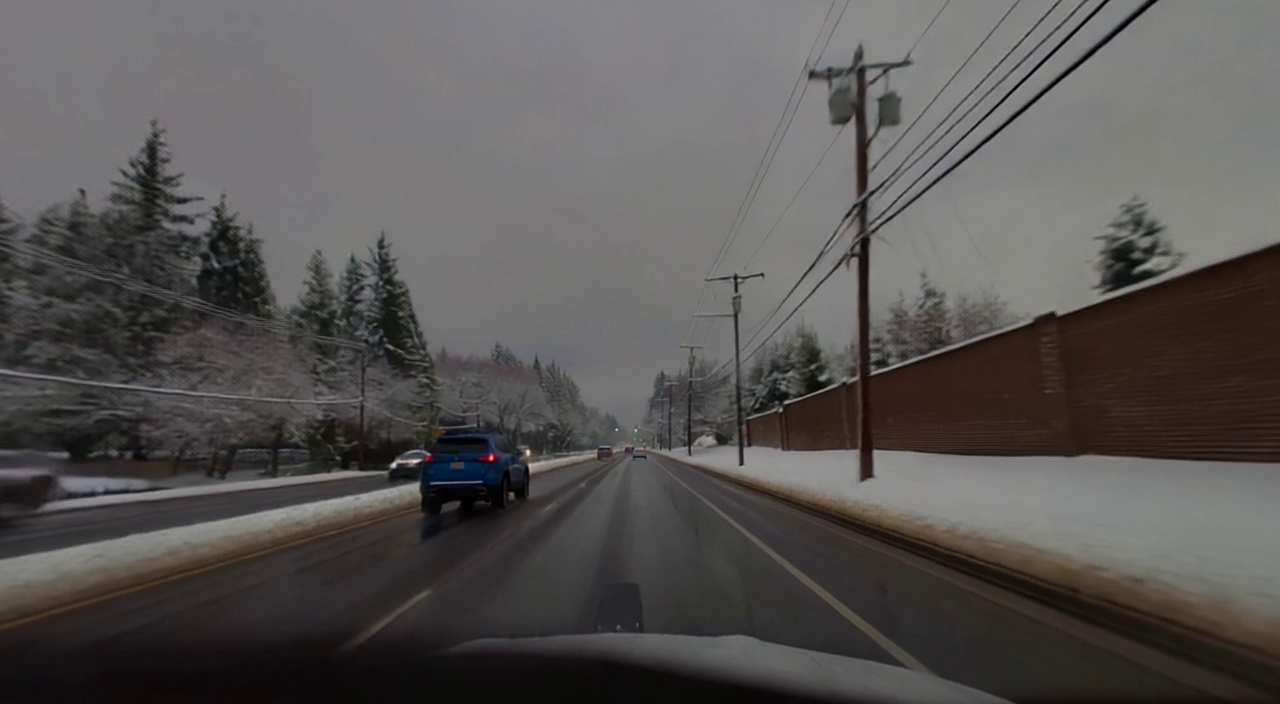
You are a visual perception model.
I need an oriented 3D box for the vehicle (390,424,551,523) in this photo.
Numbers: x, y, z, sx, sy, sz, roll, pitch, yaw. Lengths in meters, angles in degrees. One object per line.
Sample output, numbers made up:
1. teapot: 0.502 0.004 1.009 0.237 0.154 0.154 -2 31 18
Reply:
1. vehicle: -3.351 2.506 13.558 2.147 1.730 4.555 0 -8 1
